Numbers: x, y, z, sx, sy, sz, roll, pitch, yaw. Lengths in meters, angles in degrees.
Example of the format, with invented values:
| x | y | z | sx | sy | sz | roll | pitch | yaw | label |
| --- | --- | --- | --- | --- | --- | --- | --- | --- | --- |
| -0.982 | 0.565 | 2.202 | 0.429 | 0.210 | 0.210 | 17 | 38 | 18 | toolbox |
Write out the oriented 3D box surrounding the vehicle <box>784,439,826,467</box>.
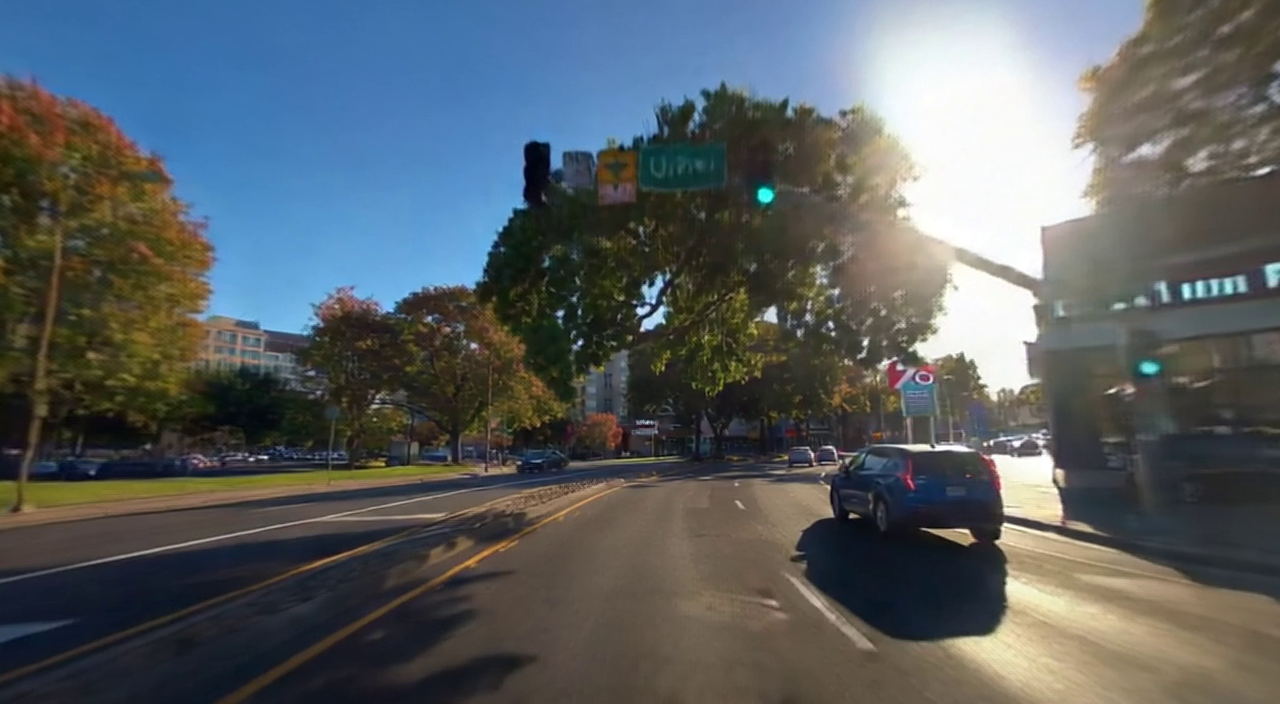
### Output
| x | y | z | sx | sy | sz | roll | pitch | yaw | label |
| --- | --- | --- | --- | --- | --- | --- | --- | --- | --- |
| 10.857 | 6.596 | 41.336 | 2.311 | 1.715 | 4.287 | -3 | -9 | 18 | vehicle |

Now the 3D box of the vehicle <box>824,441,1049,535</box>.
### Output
| x | y | z | sx | sy | sz | roll | pitch | yaw | label |
| --- | --- | --- | --- | --- | --- | --- | --- | --- | --- |
| 5.401 | 2.492 | 12.310 | 1.938 | 1.466 | 4.434 | 1 | -8 | -5 | vehicle |

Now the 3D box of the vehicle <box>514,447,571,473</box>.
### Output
| x | y | z | sx | sy | sz | roll | pitch | yaw | label |
| --- | --- | --- | --- | --- | --- | --- | --- | --- | --- |
| -6.164 | 6.885 | 40.440 | 2.022 | 1.498 | 4.400 | -2 | -9 | 15 | vehicle |

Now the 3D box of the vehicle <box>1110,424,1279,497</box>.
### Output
| x | y | z | sx | sy | sz | roll | pitch | yaw | label |
| --- | --- | --- | --- | --- | --- | --- | --- | --- | --- |
| 16.047 | 2.919 | 17.126 | 4.557 | 1.825 | 2.350 | -2 | -9 | 12 | vehicle |
